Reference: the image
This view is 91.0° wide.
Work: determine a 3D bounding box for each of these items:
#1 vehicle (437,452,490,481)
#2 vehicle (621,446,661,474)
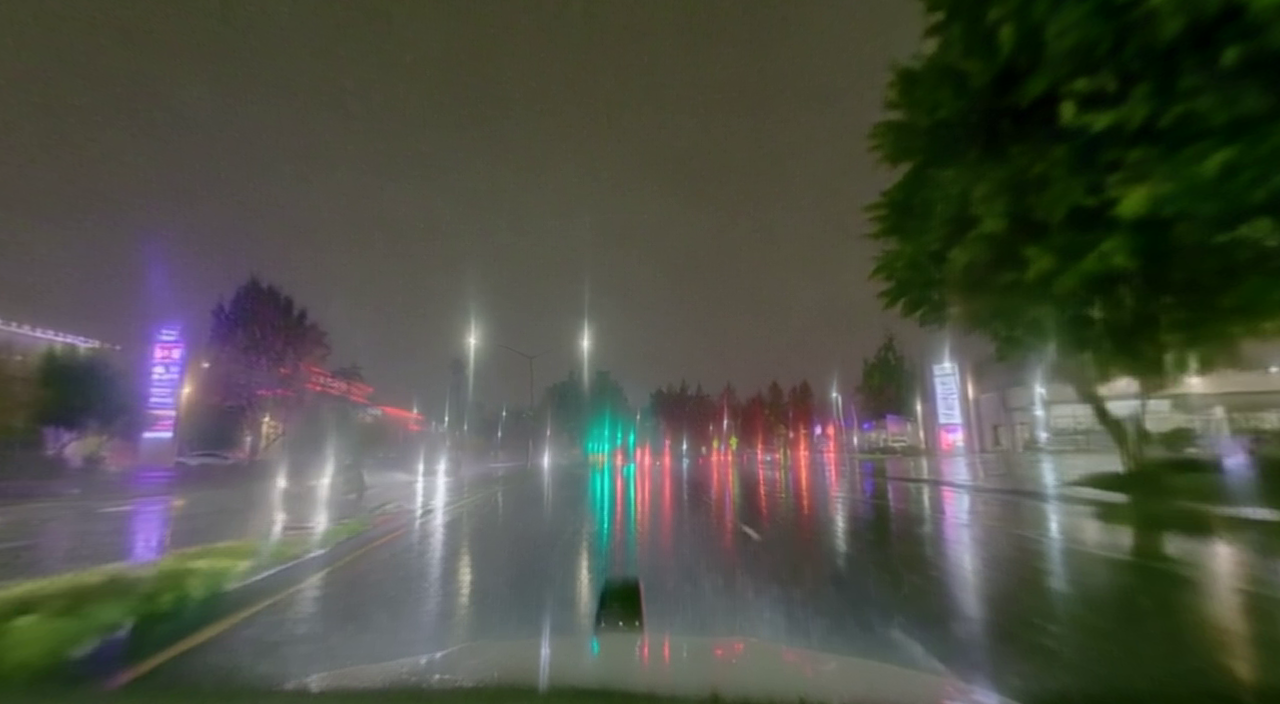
[{"bbox_3d":[-9.641,6.273,34.697,1.795,1.426,4.216,0,-9,-1],"label":"vehicle"},{"bbox_3d":[-0.018,5.785,33.956,1.998,1.452,3.773,0,-8,-2],"label":"vehicle"}]
